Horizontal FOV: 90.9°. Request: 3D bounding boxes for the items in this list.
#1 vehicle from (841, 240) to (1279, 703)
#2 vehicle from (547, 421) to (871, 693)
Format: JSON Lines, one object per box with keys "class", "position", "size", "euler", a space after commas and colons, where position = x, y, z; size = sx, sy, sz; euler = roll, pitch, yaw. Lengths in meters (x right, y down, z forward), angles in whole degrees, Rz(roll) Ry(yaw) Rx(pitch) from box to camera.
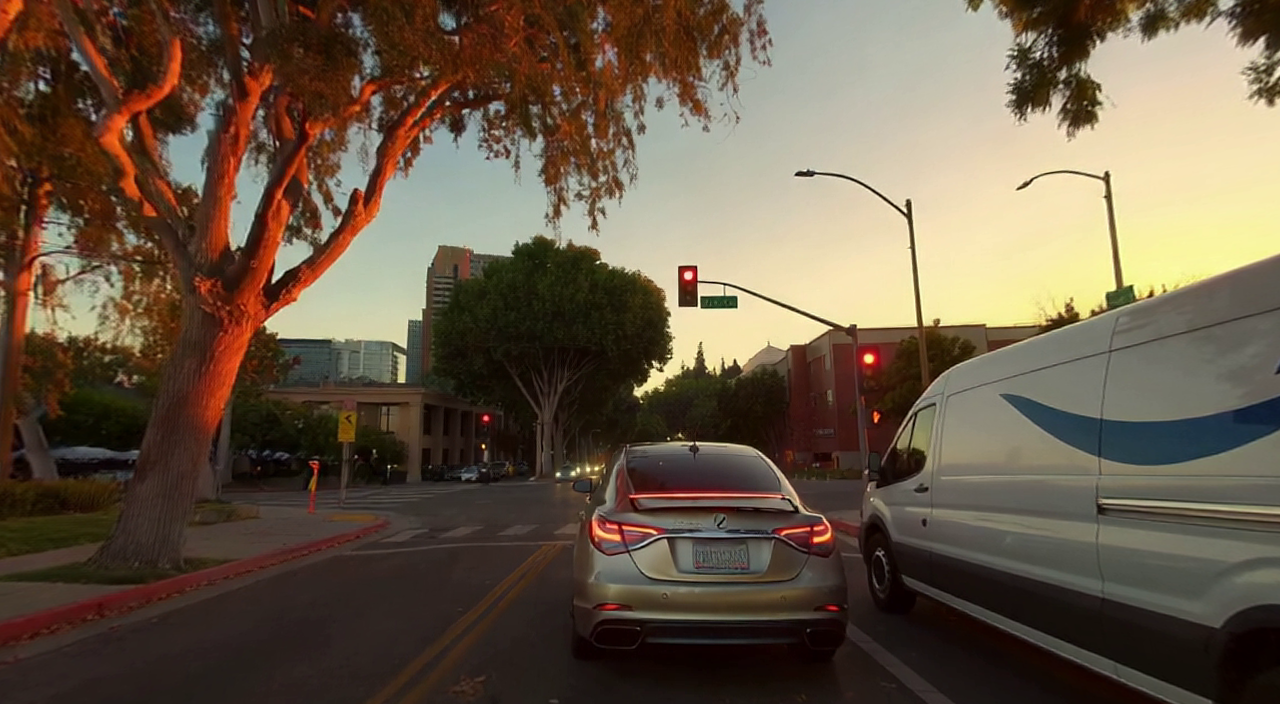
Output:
{"class": "vehicle", "position": [2.851, 0.890, 2.910], "size": [2.054, 1.965, 5.248], "euler": [1, -11, -1]}
{"class": "vehicle", "position": [0.379, 1.587, 5.726], "size": [1.961, 1.629, 3.610], "euler": [1, -10, -2]}
